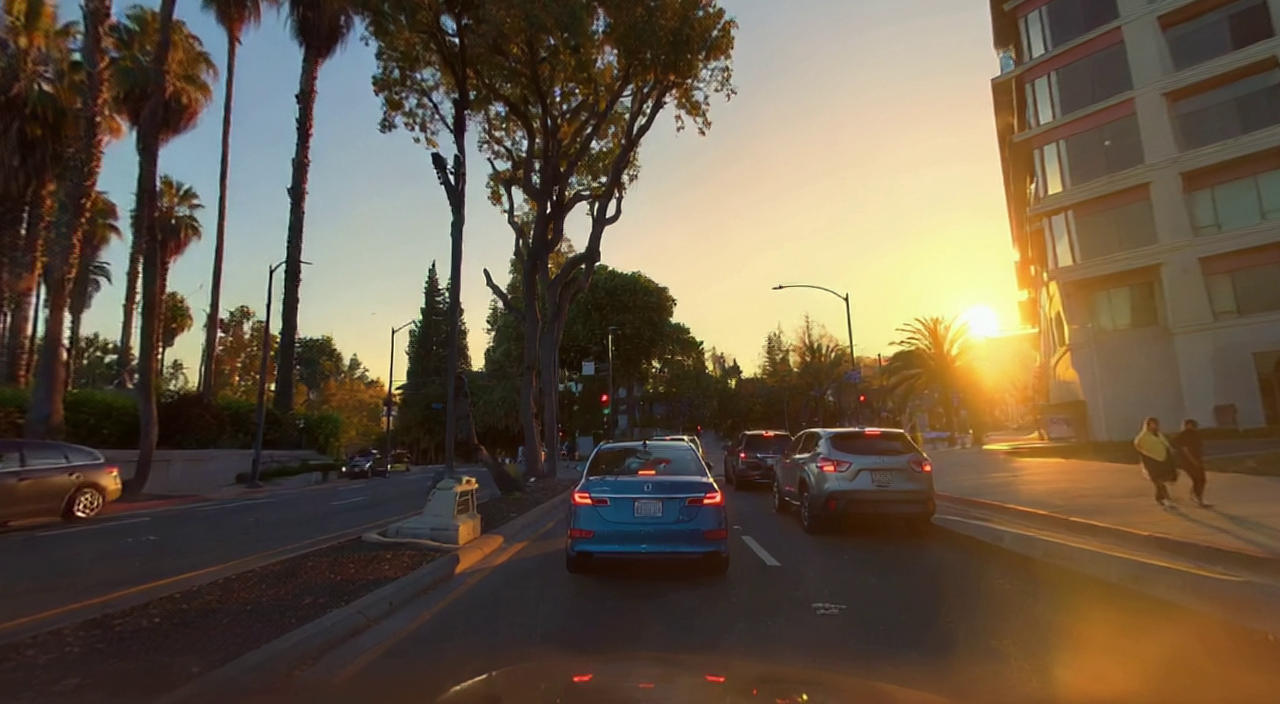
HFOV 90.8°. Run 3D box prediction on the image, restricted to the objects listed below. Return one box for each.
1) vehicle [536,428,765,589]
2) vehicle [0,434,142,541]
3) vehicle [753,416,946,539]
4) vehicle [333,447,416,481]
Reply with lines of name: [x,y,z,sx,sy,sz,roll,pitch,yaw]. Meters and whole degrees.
vehicle: [0.140,1.729,7.823,2.088,1.452,3.993,0,-8,1]
vehicle: [-13.057,2.719,12.288,2.240,1.964,5.707,-6,-8,0]
vehicle: [3.395,2.124,11.290,2.003,1.733,4.319,0,-8,1]
vehicle: [-13.186,5.563,31.722,1.965,1.507,4.725,-1,-8,2]
